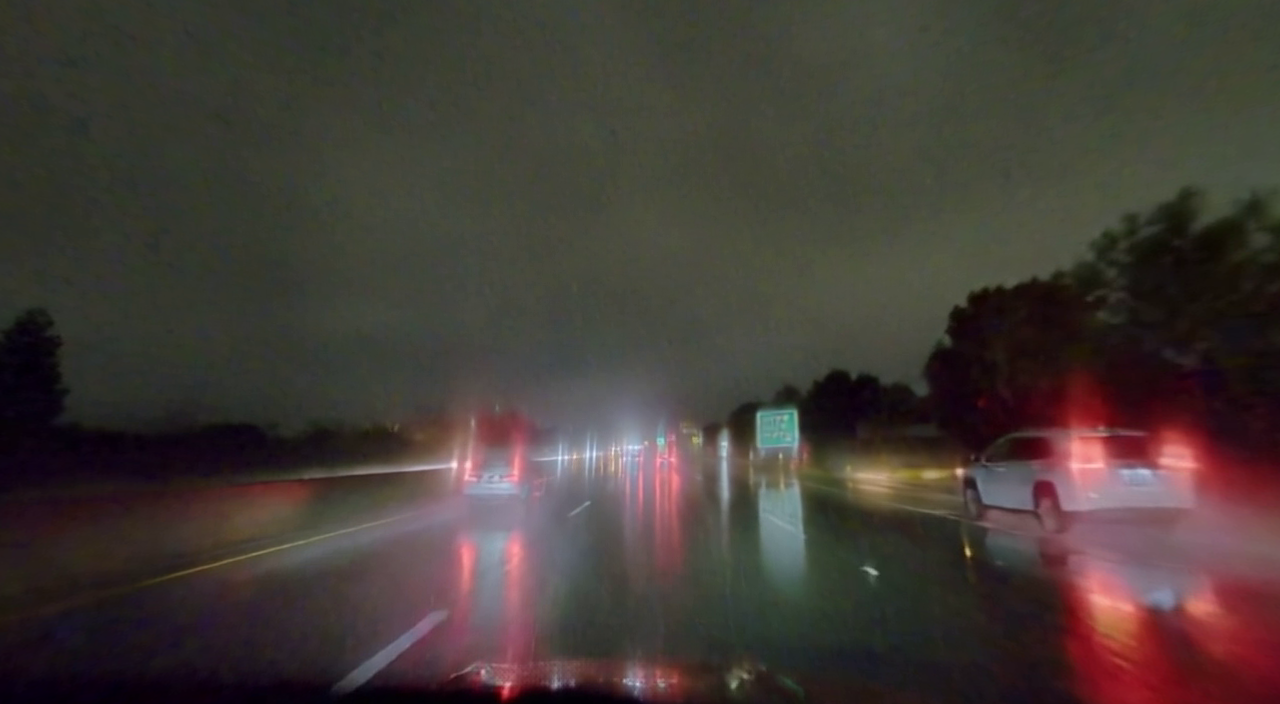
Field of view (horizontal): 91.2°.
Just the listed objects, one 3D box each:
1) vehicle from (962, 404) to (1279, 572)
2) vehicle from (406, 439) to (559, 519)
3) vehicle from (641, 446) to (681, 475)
[{"bbox_3d":[6.351,1.683,8.446,2.143,1.667,4.221,-2,-9,7],"label":"vehicle"},{"bbox_3d":[-3.526,2.921,14.978,2.084,1.594,4.219,-2,-9,8],"label":"vehicle"},{"bbox_3d":[1.286,6.323,36.762,1.969,1.595,3.964,-2,-9,8],"label":"vehicle"}]
